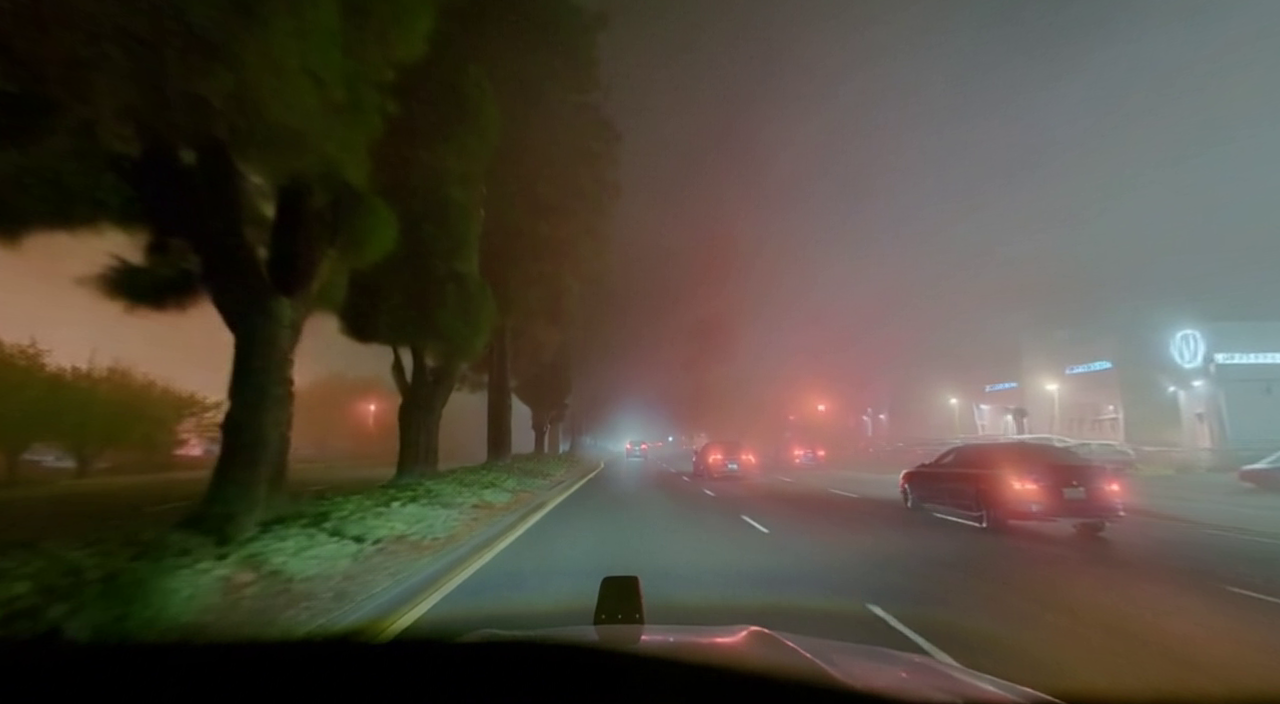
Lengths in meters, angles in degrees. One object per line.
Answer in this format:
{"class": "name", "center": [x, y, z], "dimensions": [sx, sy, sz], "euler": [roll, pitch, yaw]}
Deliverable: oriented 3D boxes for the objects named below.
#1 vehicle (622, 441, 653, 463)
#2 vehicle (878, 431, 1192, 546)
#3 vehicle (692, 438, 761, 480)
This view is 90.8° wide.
{"class": "vehicle", "center": [-0.244, 7.059, 44.583], "dimensions": [2.095, 1.456, 3.873], "euler": [0, -8, -1]}
{"class": "vehicle", "center": [6.233, 2.181, 10.879], "dimensions": [2.098, 1.507, 4.655], "euler": [1, -9, -5]}
{"class": "vehicle", "center": [3.320, 4.240, 25.266], "dimensions": [1.953, 1.514, 4.672], "euler": [0, -8, -2]}
